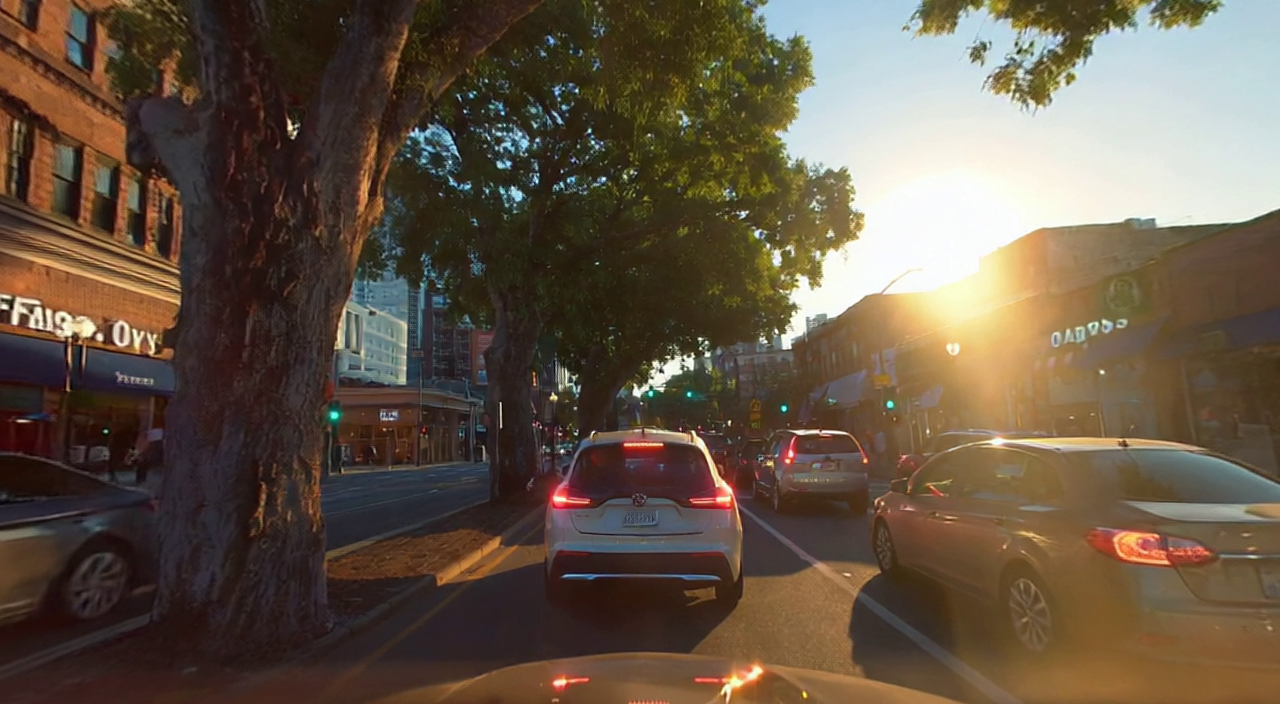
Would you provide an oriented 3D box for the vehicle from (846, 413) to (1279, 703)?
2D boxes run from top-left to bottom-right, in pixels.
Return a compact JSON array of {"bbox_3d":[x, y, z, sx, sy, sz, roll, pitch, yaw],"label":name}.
[{"bbox_3d":[3.402,1.368,5.311,1.988,1.480,4.195,0,-9,1],"label":"vehicle"}]

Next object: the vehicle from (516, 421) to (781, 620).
[{"bbox_3d":[0.059,1.546,6.630,2.006,1.487,3.535,0,-9,0],"label":"vehicle"}]

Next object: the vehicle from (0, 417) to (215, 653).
[{"bbox_3d":[-5.173,1.160,3.824,1.898,1.542,4.689,0,-9,1],"label":"vehicle"}]
